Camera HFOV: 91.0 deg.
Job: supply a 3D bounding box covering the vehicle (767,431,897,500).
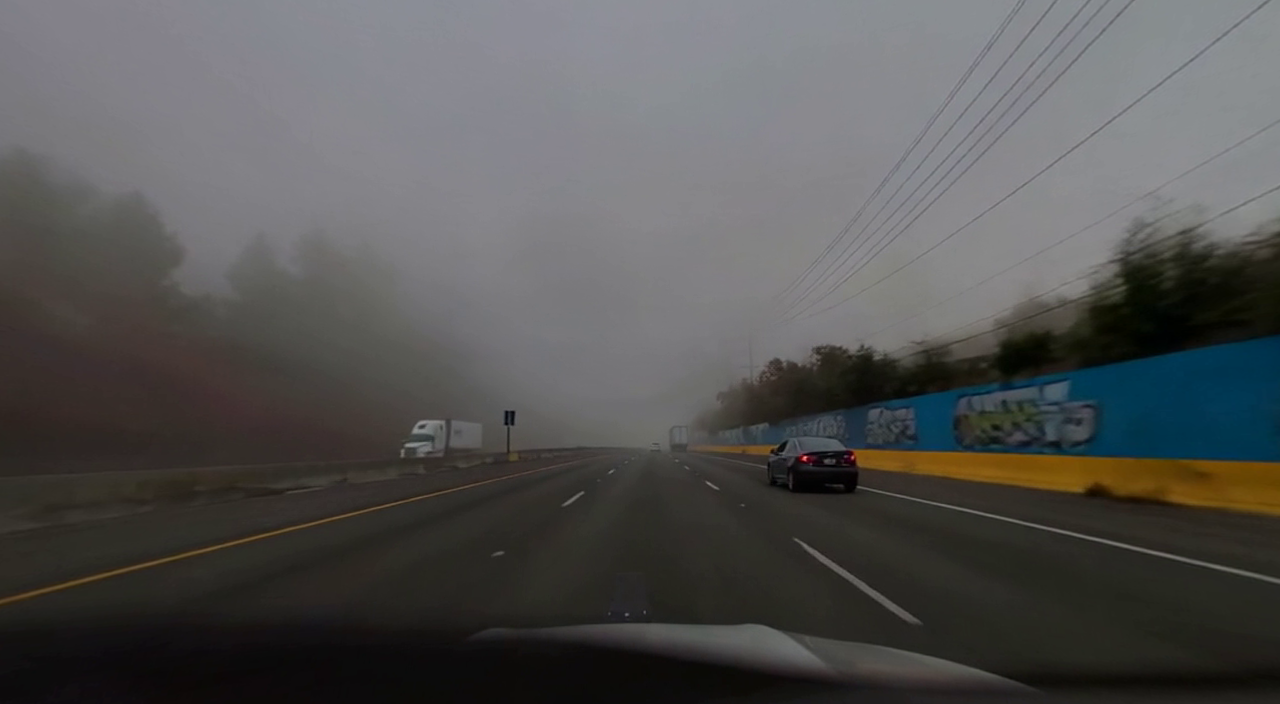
[{"bbox_3d":[4.651,2.792,15.913,1.991,1.494,3.951,0,-8,0],"label":"vehicle"}]
